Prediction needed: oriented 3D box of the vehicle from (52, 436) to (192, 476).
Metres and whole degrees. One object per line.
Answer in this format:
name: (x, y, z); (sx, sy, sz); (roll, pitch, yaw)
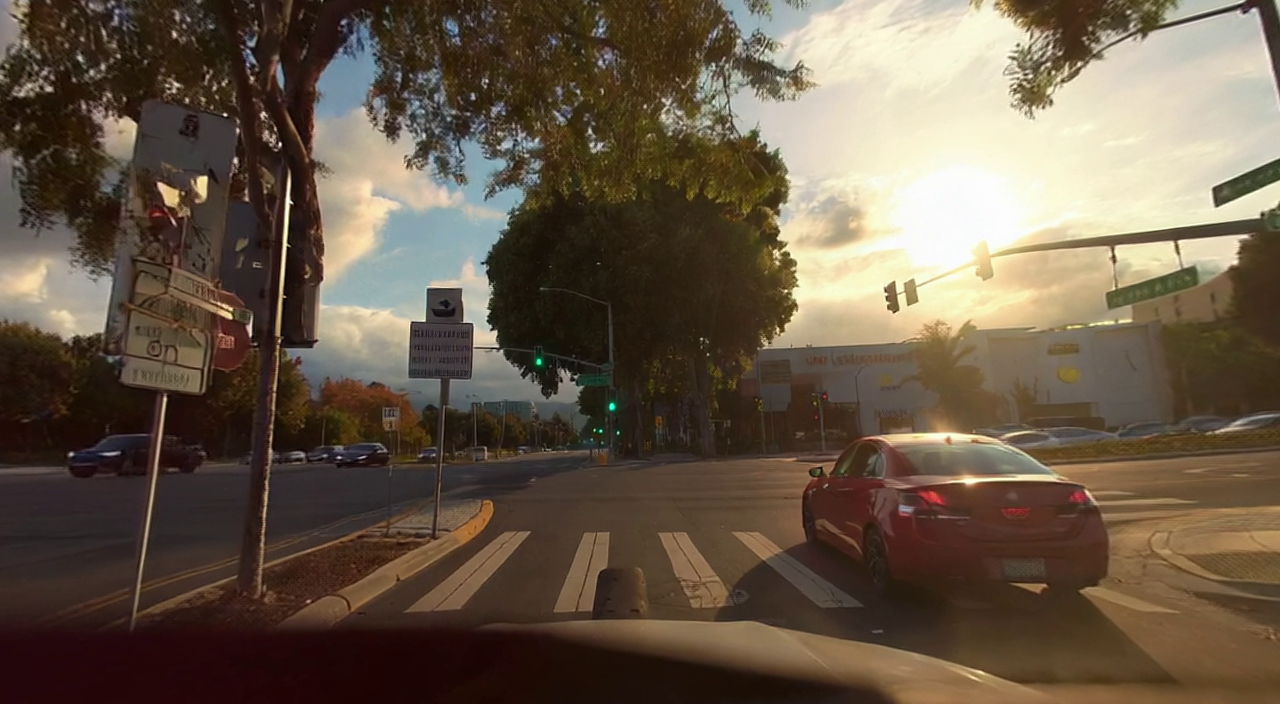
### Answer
vehicle: (-27.114, 5.452, 33.430); (2.233, 1.889, 6.305); (0, -8, -2)

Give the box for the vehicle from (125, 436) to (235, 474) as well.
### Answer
vehicle: (-23.075, 5.165, 31.919); (2.111, 1.742, 4.757); (0, -8, -3)

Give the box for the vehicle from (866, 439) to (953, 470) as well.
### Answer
vehicle: (14.219, 5.369, 33.134); (4.703, 1.492, 1.930); (6, -10, -35)

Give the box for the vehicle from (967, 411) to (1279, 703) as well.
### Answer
vehicle: (4.104, 1.086, 3.413); (1.940, 1.487, 4.562); (0, -8, -5)
